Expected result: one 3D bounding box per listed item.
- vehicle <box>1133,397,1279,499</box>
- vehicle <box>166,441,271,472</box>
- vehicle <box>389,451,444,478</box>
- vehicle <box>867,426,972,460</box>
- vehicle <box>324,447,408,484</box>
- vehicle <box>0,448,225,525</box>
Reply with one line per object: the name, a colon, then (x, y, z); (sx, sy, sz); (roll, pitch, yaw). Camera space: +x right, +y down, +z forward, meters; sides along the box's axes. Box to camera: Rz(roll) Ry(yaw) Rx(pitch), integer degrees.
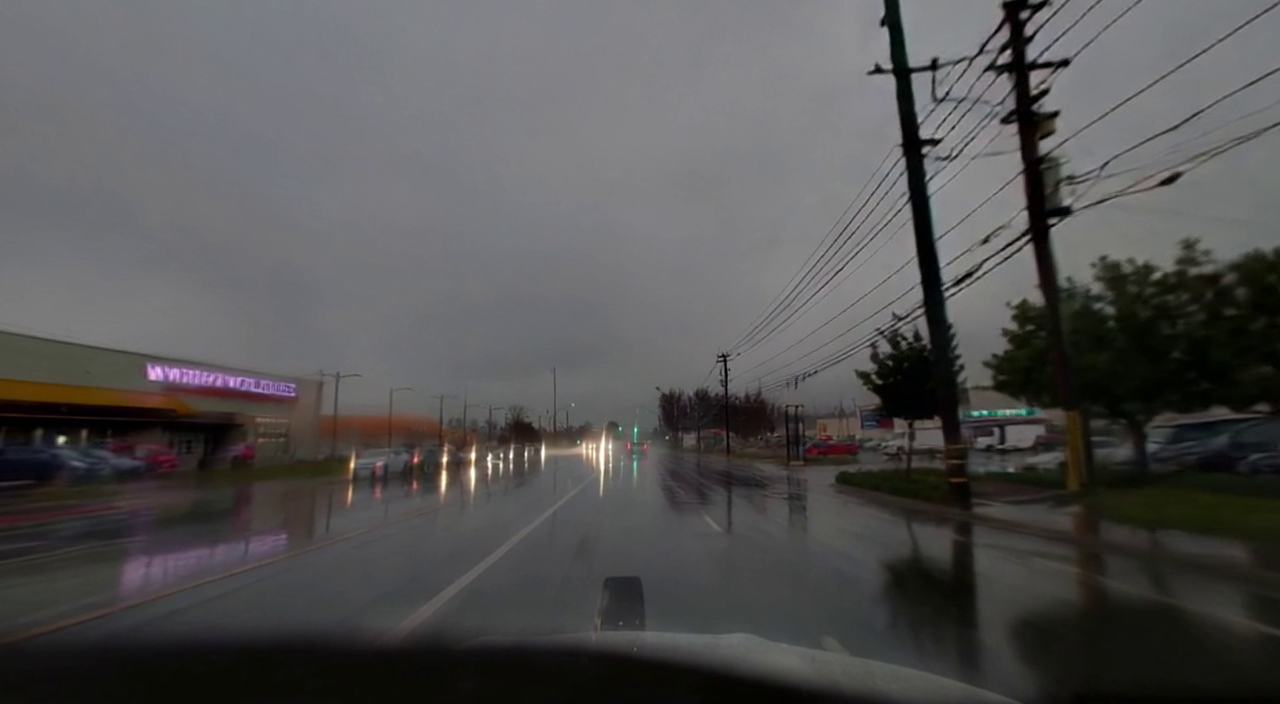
vehicle: (13.717, 2.029, 13.484); (4.579, 2.003, 1.942); (0, -8, 2)
vehicle: (-24.022, 5.956, 36.245); (4.527, 1.679, 2.055); (3, -9, -18)
vehicle: (-13.713, 6.909, 39.076); (1.791, 1.377, 4.807); (-2, -8, -2)
vehicle: (15.276, 5.020, 34.734); (4.667, 1.775, 2.199); (0, -8, -1)
vehicle: (-13.844, 5.713, 32.278); (2.014, 1.523, 5.092); (-3, -8, 1)
vehicle: (-13.690, 3.434, 16.847); (1.955, 1.549, 5.009); (-2, -8, -2)
